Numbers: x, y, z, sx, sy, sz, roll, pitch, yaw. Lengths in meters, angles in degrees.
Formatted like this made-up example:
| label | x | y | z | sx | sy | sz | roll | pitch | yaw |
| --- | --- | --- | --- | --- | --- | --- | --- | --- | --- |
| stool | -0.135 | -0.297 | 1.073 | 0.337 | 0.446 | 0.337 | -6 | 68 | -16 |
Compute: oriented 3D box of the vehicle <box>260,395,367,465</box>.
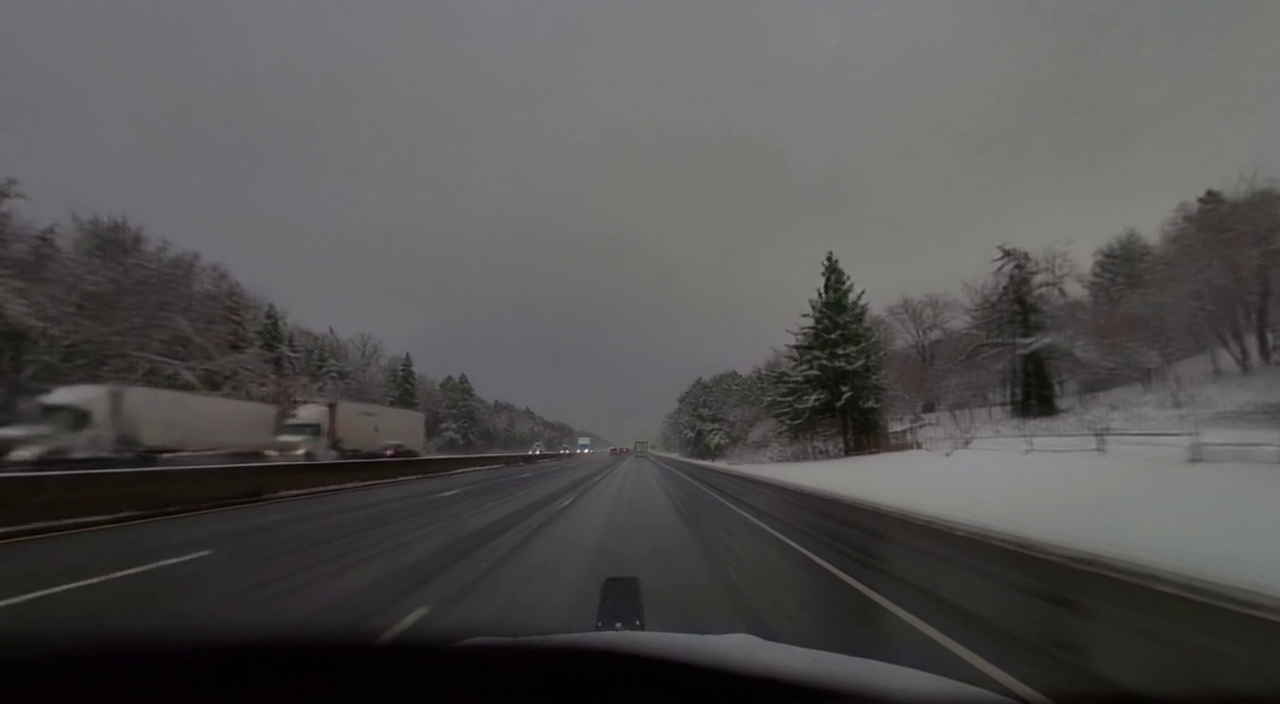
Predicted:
| label | x | y | z | sx | sy | sz | roll | pitch | yaw |
| --- | --- | --- | --- | --- | --- | --- | --- | --- | --- |
| vehicle | -18.799 | 4.631 | 36.829 | 2.903 | 3.735 | 5.919 | 0 | -9 | 0 |

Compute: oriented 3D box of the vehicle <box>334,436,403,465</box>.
| label | x | y | z | sx | sy | sz | roll | pitch | yaw |
| --- | --- | --- | --- | --- | --- | --- | --- | --- | --- |
| vehicle | -14.907 | 5.456 | 34.905 | 1.945 | 1.465 | 4.194 | 0 | -9 | -1 |

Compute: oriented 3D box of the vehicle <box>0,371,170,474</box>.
| label | x | y | z | sx | sy | sz | roll | pitch | yaw |
| --- | --- | --- | --- | --- | --- | --- | --- | --- | --- |
| vehicle | -23.183 | 2.994 | 25.782 | 2.957 | 3.674 | 6.213 | 0 | -9 | 0 |
